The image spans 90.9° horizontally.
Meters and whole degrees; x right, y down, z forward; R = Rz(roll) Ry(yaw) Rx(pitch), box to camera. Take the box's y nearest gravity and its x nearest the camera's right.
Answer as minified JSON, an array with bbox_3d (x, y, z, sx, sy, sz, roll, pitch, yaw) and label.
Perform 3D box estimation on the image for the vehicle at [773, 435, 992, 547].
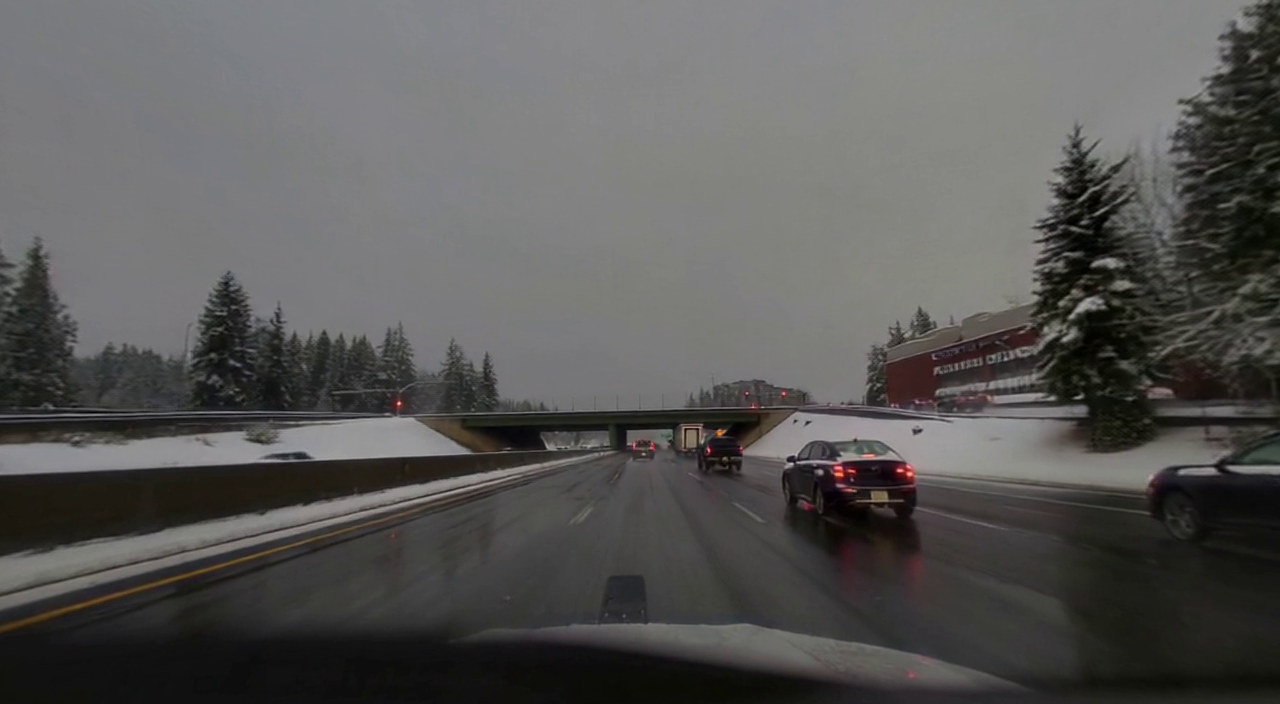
[{"bbox_3d":[3.718,2.193,10.716,1.902,1.481,4.451,0,-8,-1],"label":"vehicle"}]

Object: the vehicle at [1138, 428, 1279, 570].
[{"bbox_3d":[7.669,1.488,6.246,1.919,1.476,4.303,0,-8,0],"label":"vehicle"}]

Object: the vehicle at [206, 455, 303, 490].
[{"bbox_3d":[-18.611,5.789,30.698,1.913,1.484,4.502,0,-8,-1],"label":"vehicle"}]

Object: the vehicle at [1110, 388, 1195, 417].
[{"bbox_3d":[35.334,3.552,43.671,2.024,1.757,4.696,0,-8,2],"label":"vehicle"}]

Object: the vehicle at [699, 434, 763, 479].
[{"bbox_3d":[4.003,4.695,28.660,2.086,1.858,4.737,0,-8,-1],"label":"vehicle"}]
